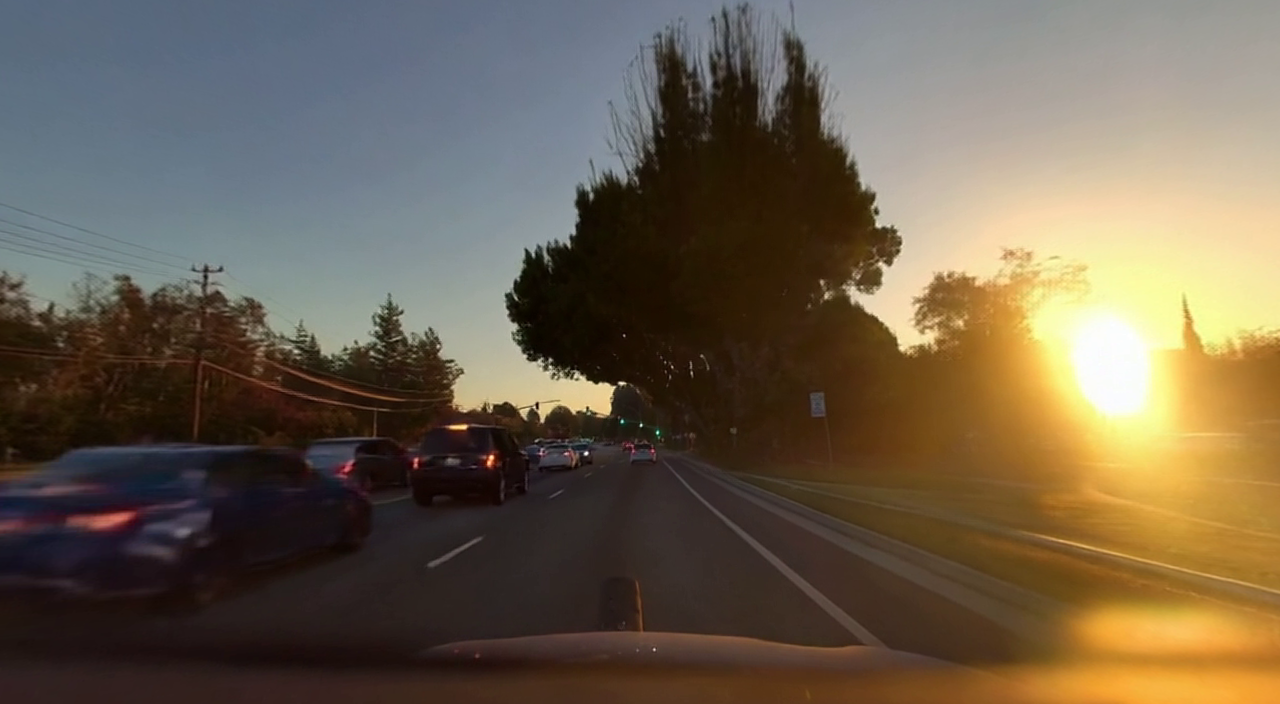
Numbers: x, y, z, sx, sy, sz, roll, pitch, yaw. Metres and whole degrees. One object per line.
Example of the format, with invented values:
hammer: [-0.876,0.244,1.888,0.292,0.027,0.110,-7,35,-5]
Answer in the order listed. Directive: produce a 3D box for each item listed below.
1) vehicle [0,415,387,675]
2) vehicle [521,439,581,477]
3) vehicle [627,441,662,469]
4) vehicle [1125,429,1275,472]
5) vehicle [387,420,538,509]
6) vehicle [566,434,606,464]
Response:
vehicle: [-4.266,1.408,5.804,1.975,1.447,4.356,0,-8,1]
vehicle: [-3.736,4.521,27.199,1.952,1.471,4.334,0,-8,1]
vehicle: [0.268,5.774,35.609,1.875,1.453,3.888,0,-8,0]
vehicle: [27.309,4.806,30.909,5.193,1.955,2.249,-1,-7,-1]
vehicle: [-3.944,2.589,15.061,2.130,1.749,4.904,0,-8,1]
vehicle: [-3.510,6.449,42.024,2.242,1.852,5.201,0,-8,0]
